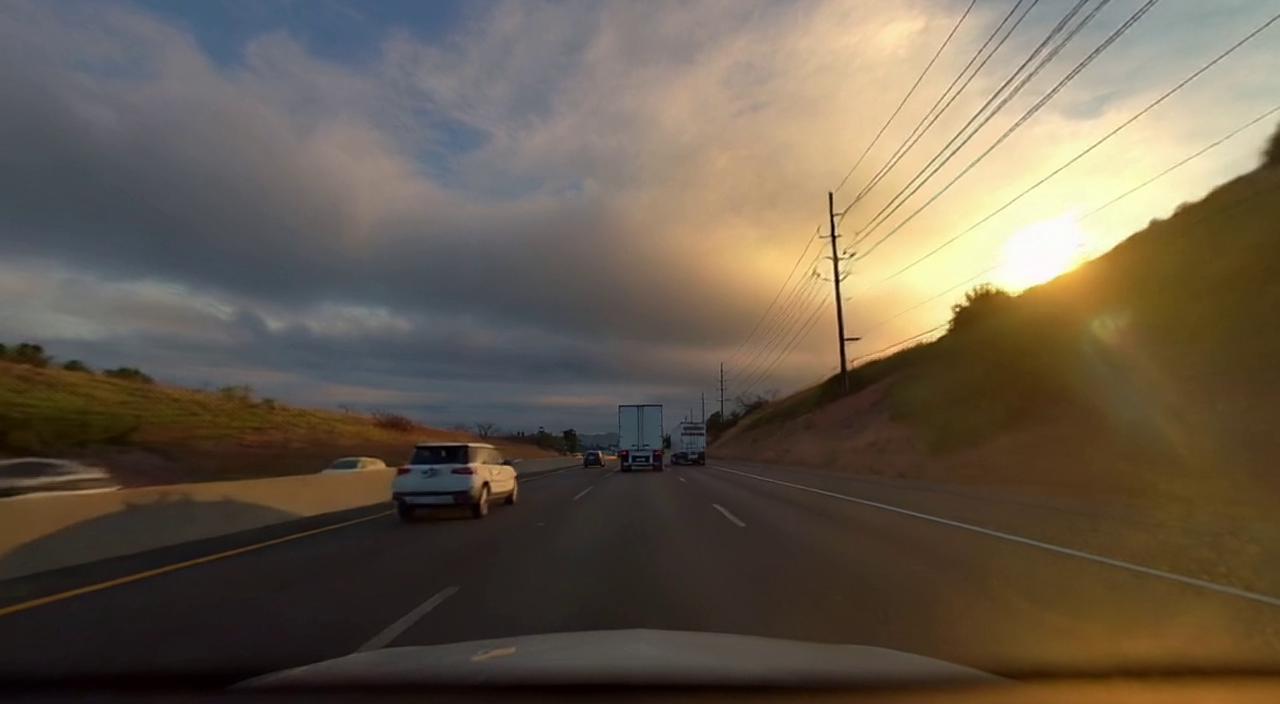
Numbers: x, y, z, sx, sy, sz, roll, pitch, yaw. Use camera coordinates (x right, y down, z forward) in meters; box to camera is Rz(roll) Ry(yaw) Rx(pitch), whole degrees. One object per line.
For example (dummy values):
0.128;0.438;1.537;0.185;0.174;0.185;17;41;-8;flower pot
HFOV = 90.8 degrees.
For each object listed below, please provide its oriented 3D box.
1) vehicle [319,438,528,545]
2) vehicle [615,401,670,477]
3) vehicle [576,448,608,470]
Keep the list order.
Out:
-3.574;2.398;11.600;2.128;1.533;4.694;0;-9;1;vehicle
0.222;5.521;39.401;2.985;4.025;10.982;0;-9;1;vehicle
-3.731;8.412;49.948;2.170;1.657;4.573;0;-9;1;vehicle
